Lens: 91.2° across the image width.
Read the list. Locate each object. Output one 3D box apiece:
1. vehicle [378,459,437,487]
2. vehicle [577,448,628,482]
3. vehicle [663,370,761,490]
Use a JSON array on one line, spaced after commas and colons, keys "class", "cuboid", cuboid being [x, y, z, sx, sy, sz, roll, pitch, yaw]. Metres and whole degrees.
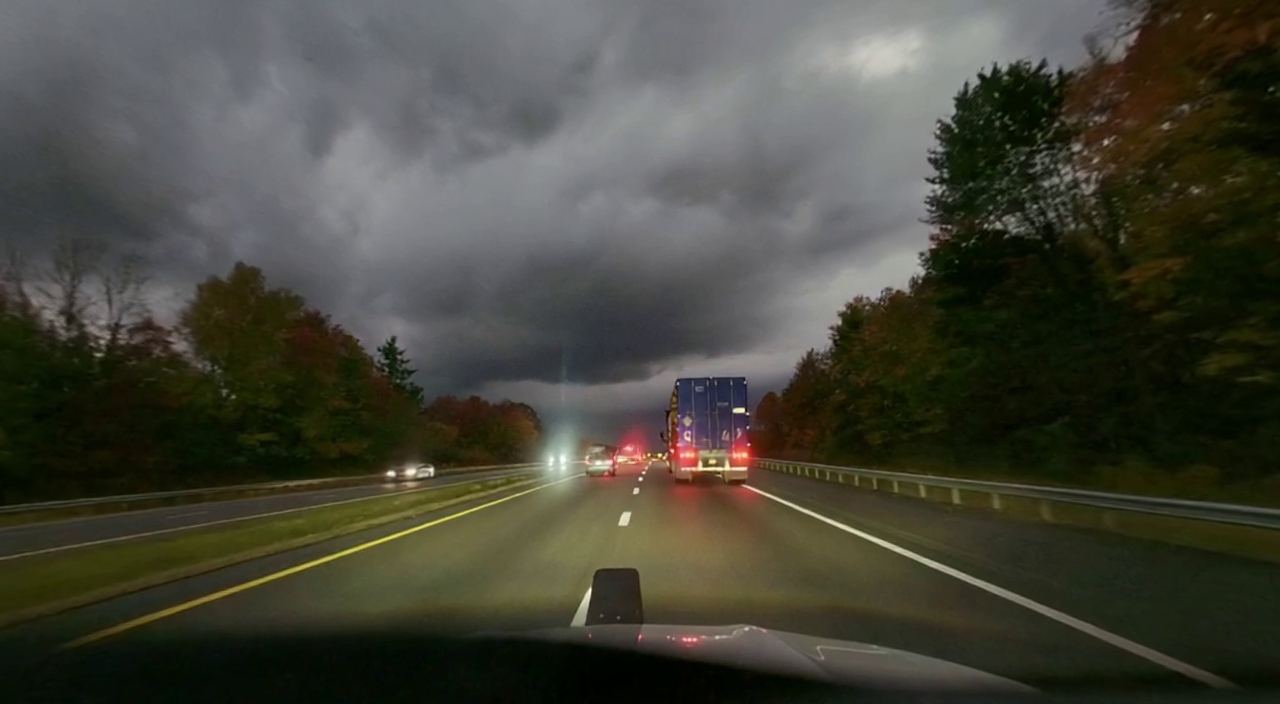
[{"class": "vehicle", "cuboid": [-14.018, 7.334, 38.071, 1.845, 1.502, 4.115, -1, -9, 2]}, {"class": "vehicle", "cuboid": [-1.746, 5.457, 30.554, 2.099, 1.506, 4.097, -1, -9, 2]}, {"class": "vehicle", "cuboid": [2.501, 3.217, 24.918, 3.004, 3.923, 8.363, -1, -9, 1]}]
